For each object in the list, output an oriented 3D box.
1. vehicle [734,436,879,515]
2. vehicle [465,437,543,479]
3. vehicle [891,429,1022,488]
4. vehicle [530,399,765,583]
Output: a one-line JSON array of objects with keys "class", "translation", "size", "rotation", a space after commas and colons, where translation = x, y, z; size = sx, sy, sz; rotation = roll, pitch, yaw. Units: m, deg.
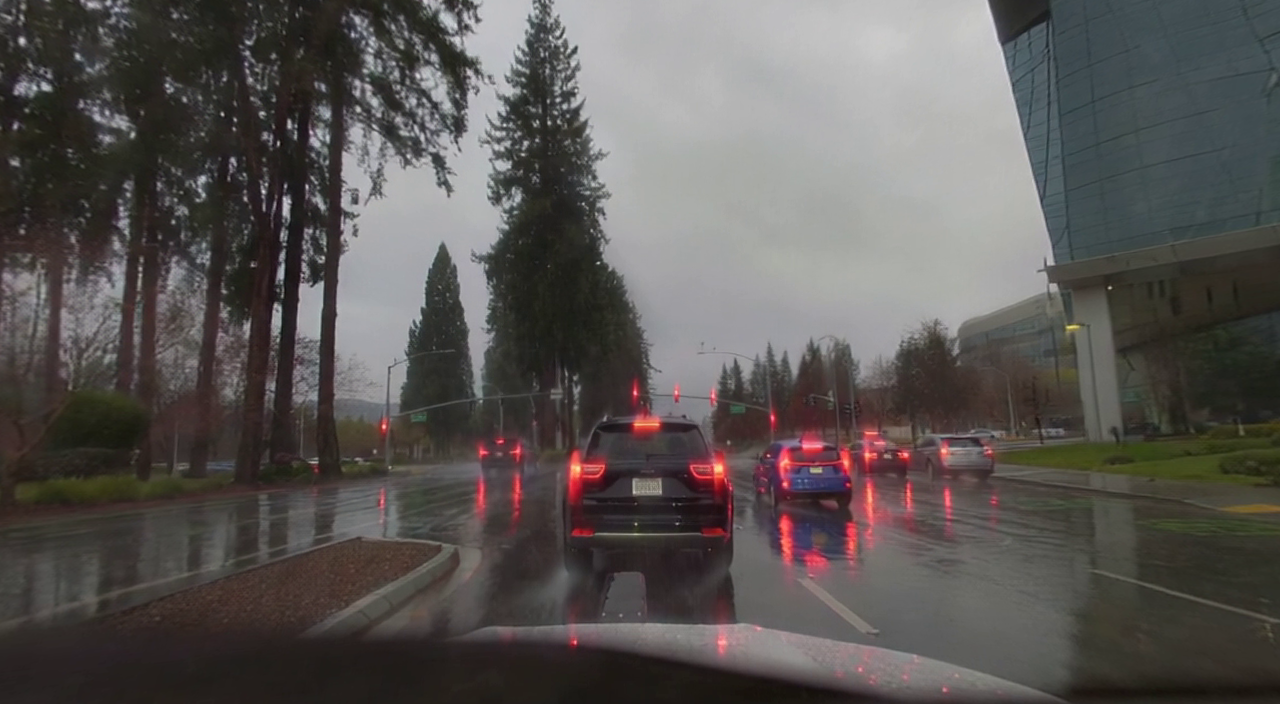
[{"class": "vehicle", "translation": [3.498, 2.690, 14.244], "size": [1.997, 1.471, 4.321], "rotation": [0, -9, -1]}, {"class": "vehicle", "translation": [-6.278, 4.979, 29.967], "size": [2.555, 1.819, 5.145], "rotation": [0, -9, 0]}, {"class": "vehicle", "translation": [10.856, 3.693, 22.137], "size": [2.123, 1.812, 4.553], "rotation": [0, -9, -1]}, {"class": "vehicle", "translation": [0.066, 1.660, 8.272], "size": [2.266, 1.762, 4.131], "rotation": [0, -9, 0]}]
